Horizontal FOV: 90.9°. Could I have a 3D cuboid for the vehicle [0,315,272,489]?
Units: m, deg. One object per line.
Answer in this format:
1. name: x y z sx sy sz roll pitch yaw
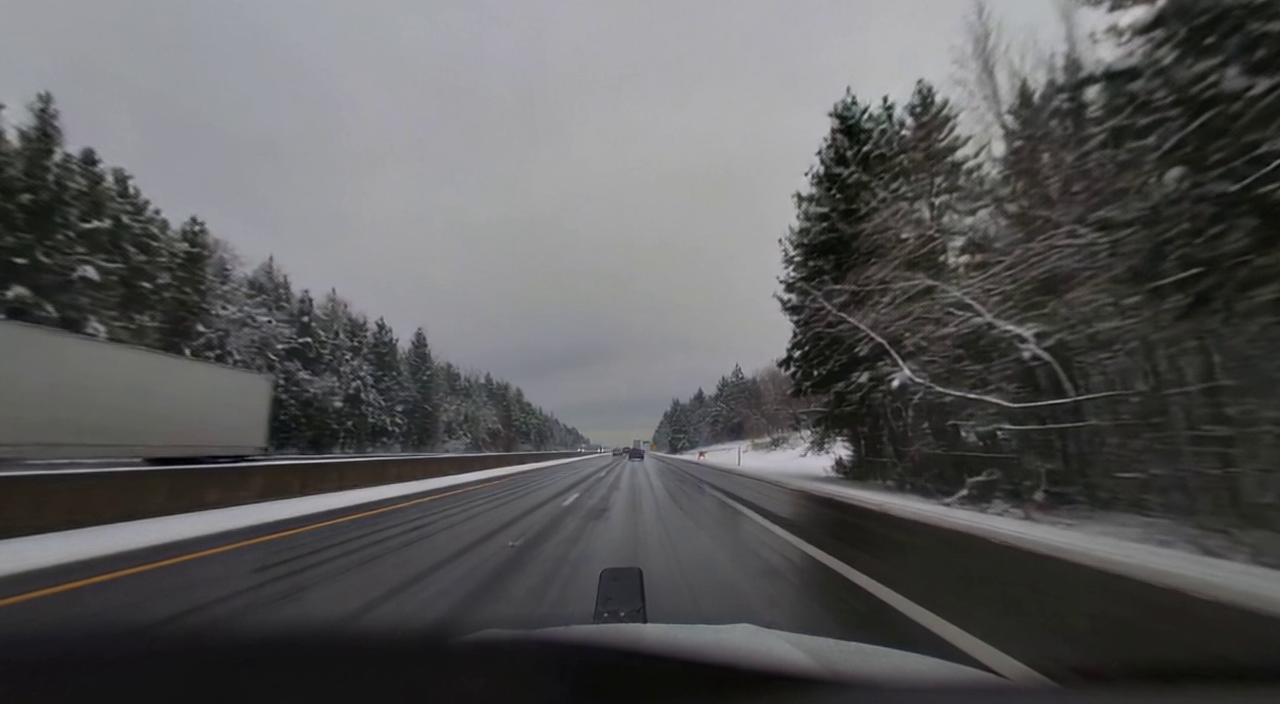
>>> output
1. vehicle: -16.646 1.757 18.562 2.924 4.069 14.387 0 -9 0
